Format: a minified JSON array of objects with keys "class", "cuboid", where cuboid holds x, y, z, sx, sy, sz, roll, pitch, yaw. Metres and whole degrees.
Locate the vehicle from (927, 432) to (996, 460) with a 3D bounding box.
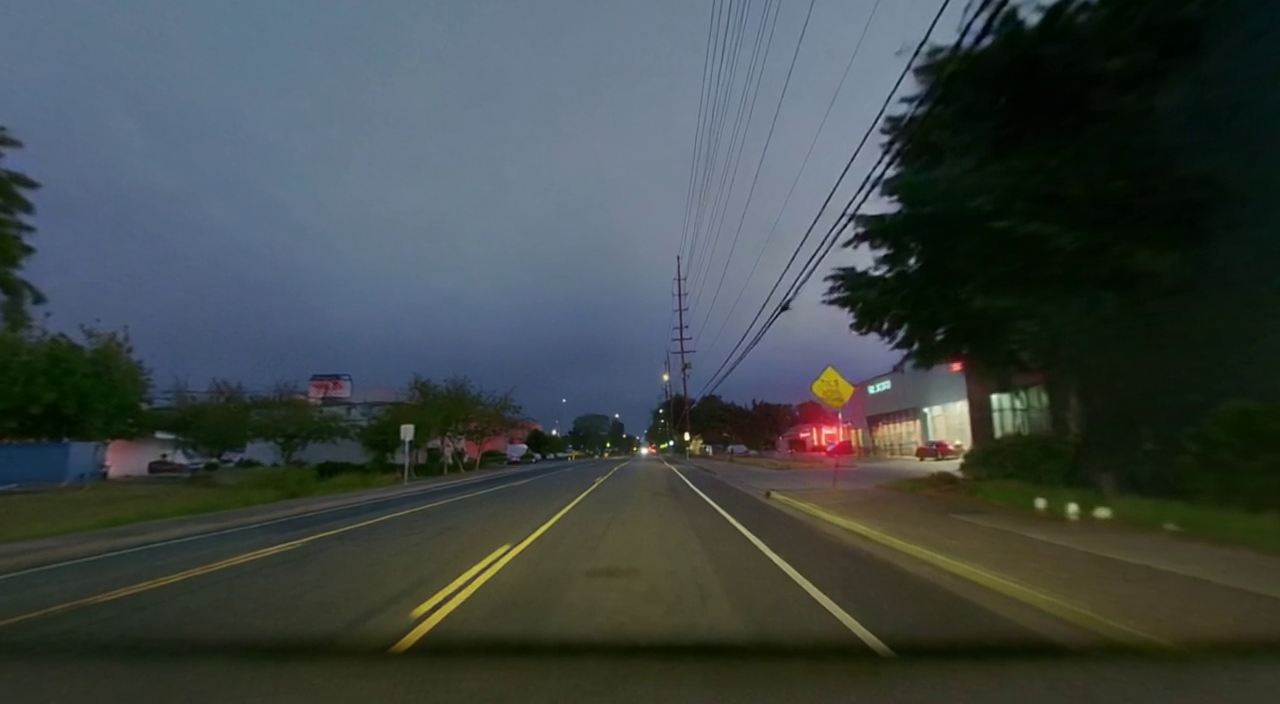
[{"class":"vehicle","cuboid":[18.729,5.501,36.905,1.875,1.440,3.925,-4,-8,-1]}]
